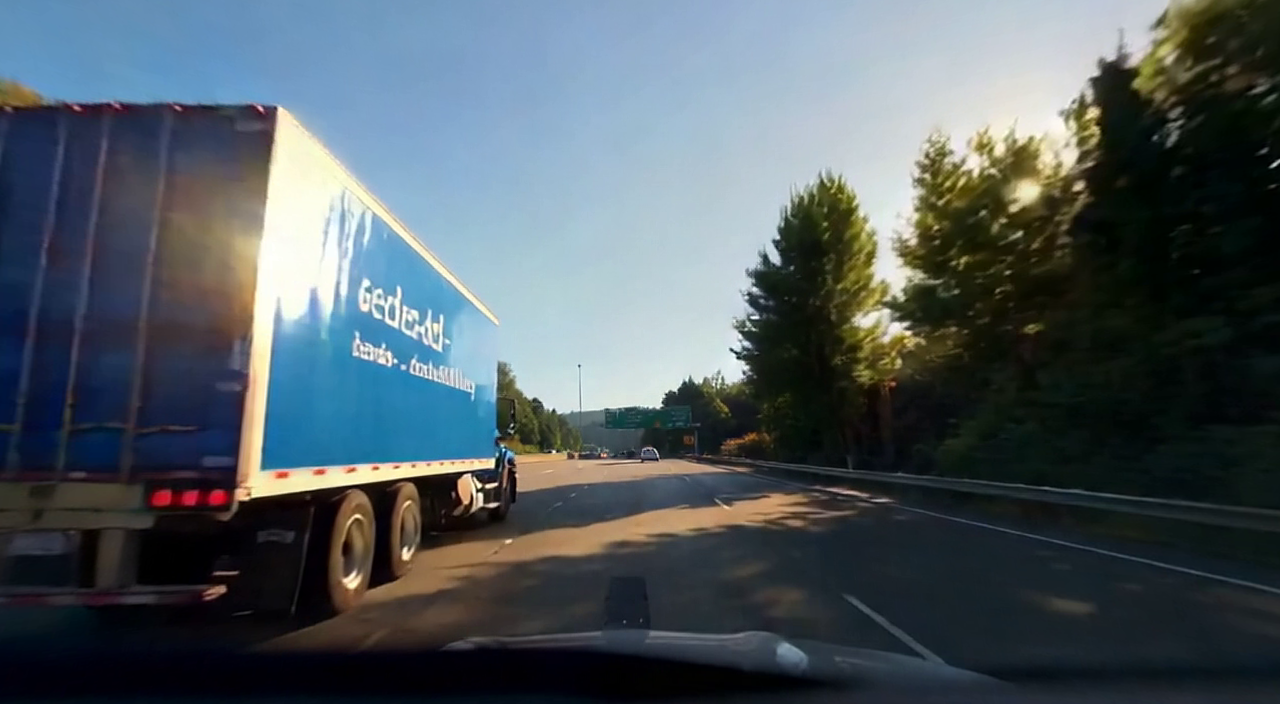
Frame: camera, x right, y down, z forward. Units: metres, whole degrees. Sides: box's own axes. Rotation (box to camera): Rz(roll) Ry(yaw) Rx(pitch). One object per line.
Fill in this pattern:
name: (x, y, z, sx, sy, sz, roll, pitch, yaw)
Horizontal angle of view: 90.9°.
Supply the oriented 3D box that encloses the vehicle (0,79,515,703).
vehicle: (-3.364, 0.731, 6.296, 2.695, 3.151, 6.885, 0, -9, 1)
